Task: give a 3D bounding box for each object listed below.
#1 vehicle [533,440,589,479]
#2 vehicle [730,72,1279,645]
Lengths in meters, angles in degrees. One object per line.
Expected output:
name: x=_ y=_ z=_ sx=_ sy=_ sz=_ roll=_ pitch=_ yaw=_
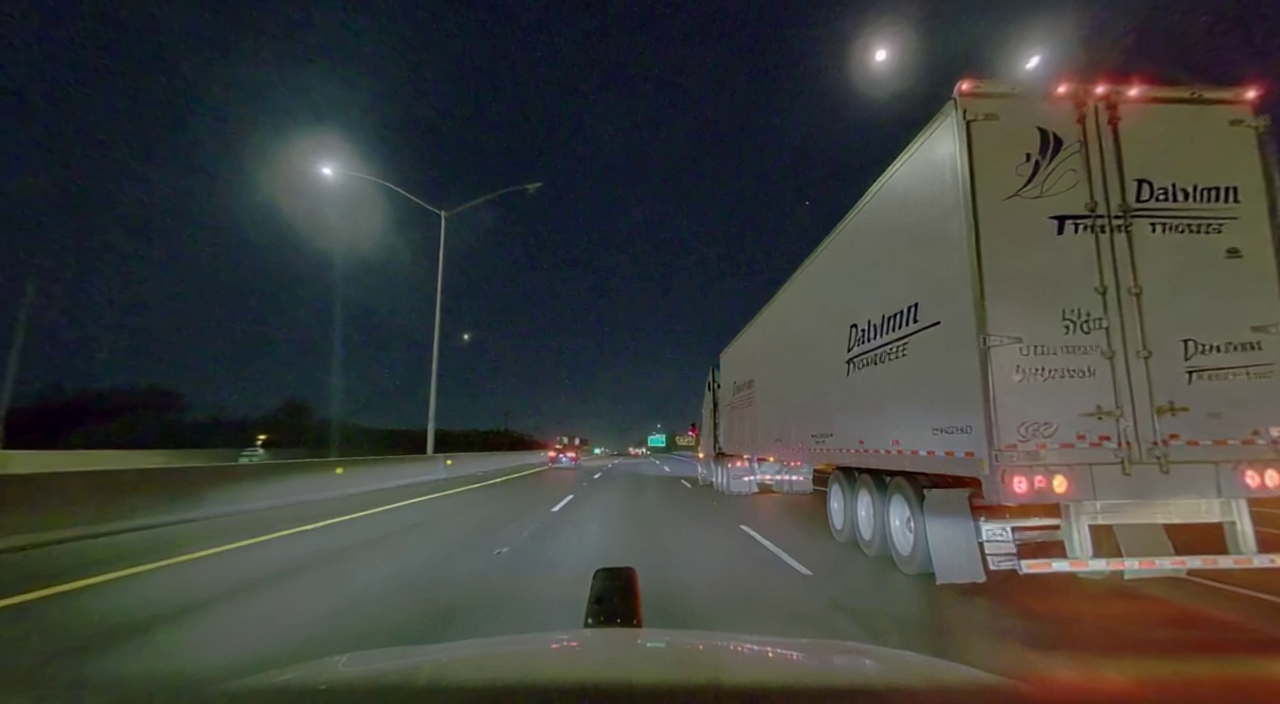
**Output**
vehicle: x=-3.527 y=4.886 z=28.955 sx=2.030 sy=1.657 sz=3.926 roll=0 pitch=-8 yaw=0
vehicle: x=3.962 y=0.829 z=10.806 sx=2.962 sy=4.132 sz=12.720 roll=0 pitch=-8 yaw=0
